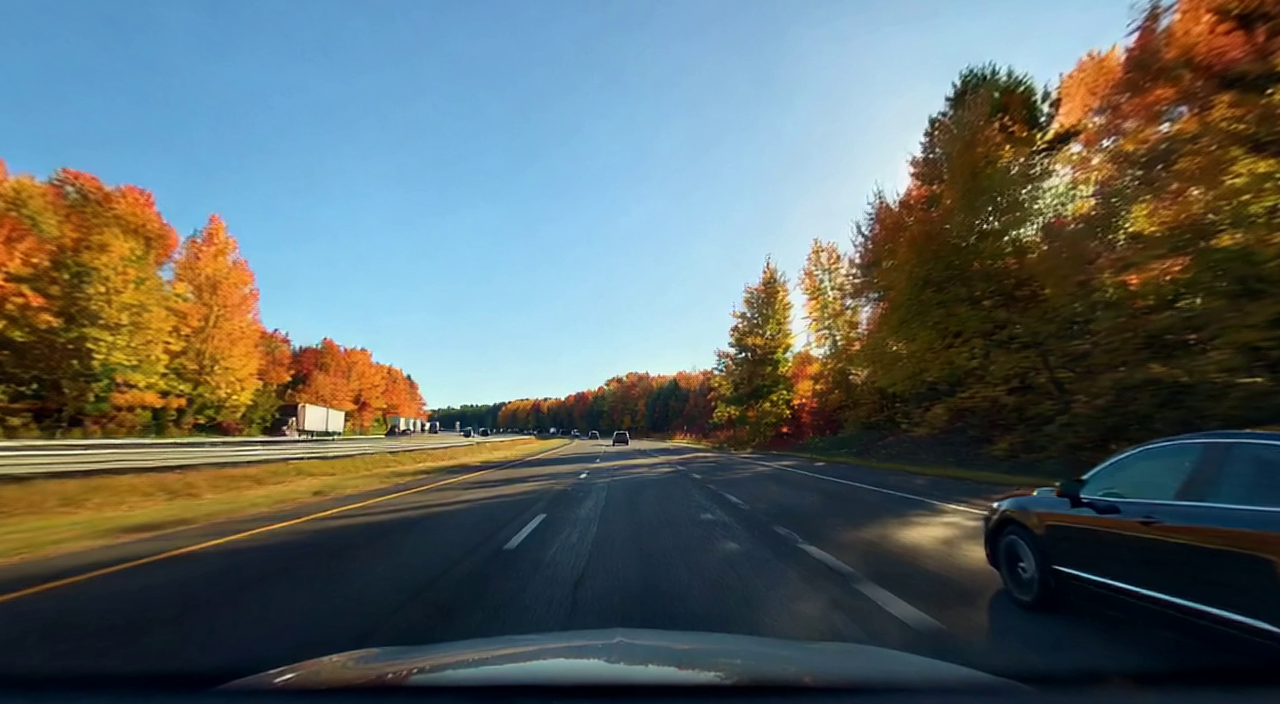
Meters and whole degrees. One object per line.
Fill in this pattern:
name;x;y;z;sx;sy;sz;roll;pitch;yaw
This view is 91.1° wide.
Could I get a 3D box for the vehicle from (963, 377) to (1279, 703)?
vehicle;3.663;0.928;2.804;2.123;1.577;4.299;0;-8;0
